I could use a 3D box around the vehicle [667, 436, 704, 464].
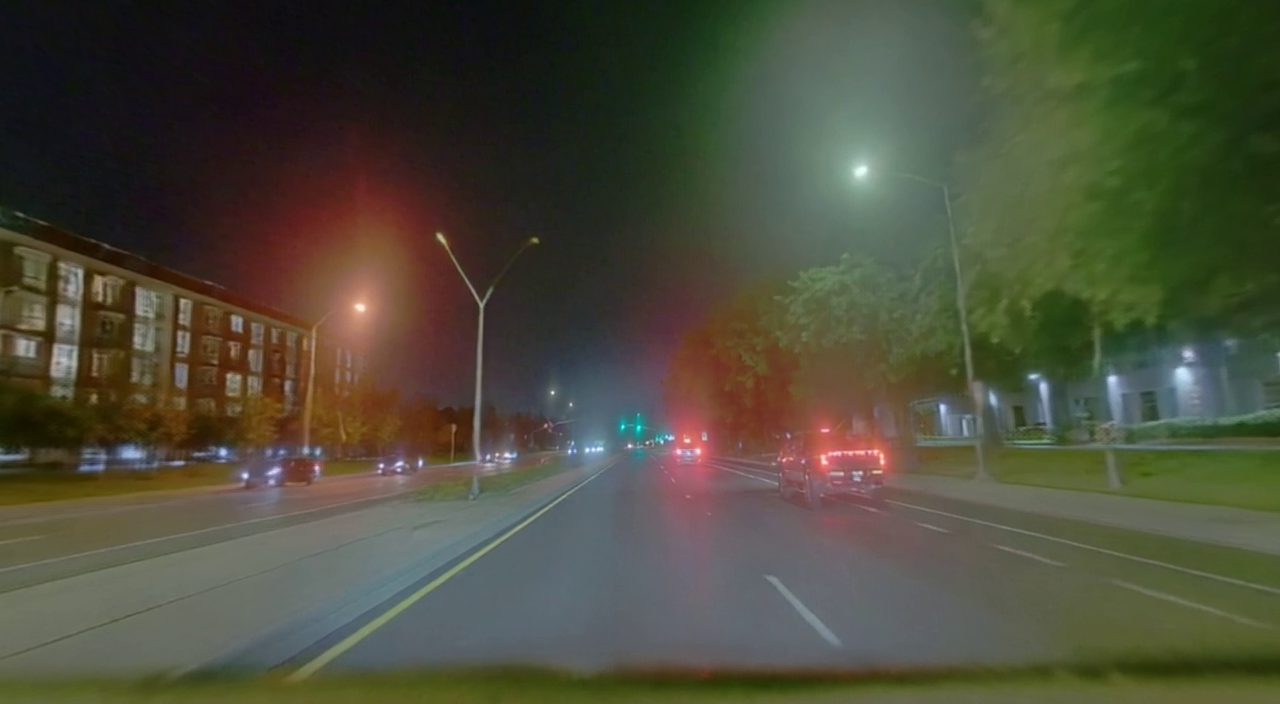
[{"bbox_3d":[3.098,6.847,44.097,2.085,1.828,5.383,0,-8,-1],"label":"vehicle"}]

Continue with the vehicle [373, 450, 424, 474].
[{"bbox_3d":[-16.670,7.570,43.755,1.857,1.519,3.969,0,-8,1],"label":"vehicle"}]

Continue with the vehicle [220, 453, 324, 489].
[{"bbox_3d":[-16.832,5.440,29.255,1.908,1.445,4.730,0,-8,1],"label":"vehicle"}]
